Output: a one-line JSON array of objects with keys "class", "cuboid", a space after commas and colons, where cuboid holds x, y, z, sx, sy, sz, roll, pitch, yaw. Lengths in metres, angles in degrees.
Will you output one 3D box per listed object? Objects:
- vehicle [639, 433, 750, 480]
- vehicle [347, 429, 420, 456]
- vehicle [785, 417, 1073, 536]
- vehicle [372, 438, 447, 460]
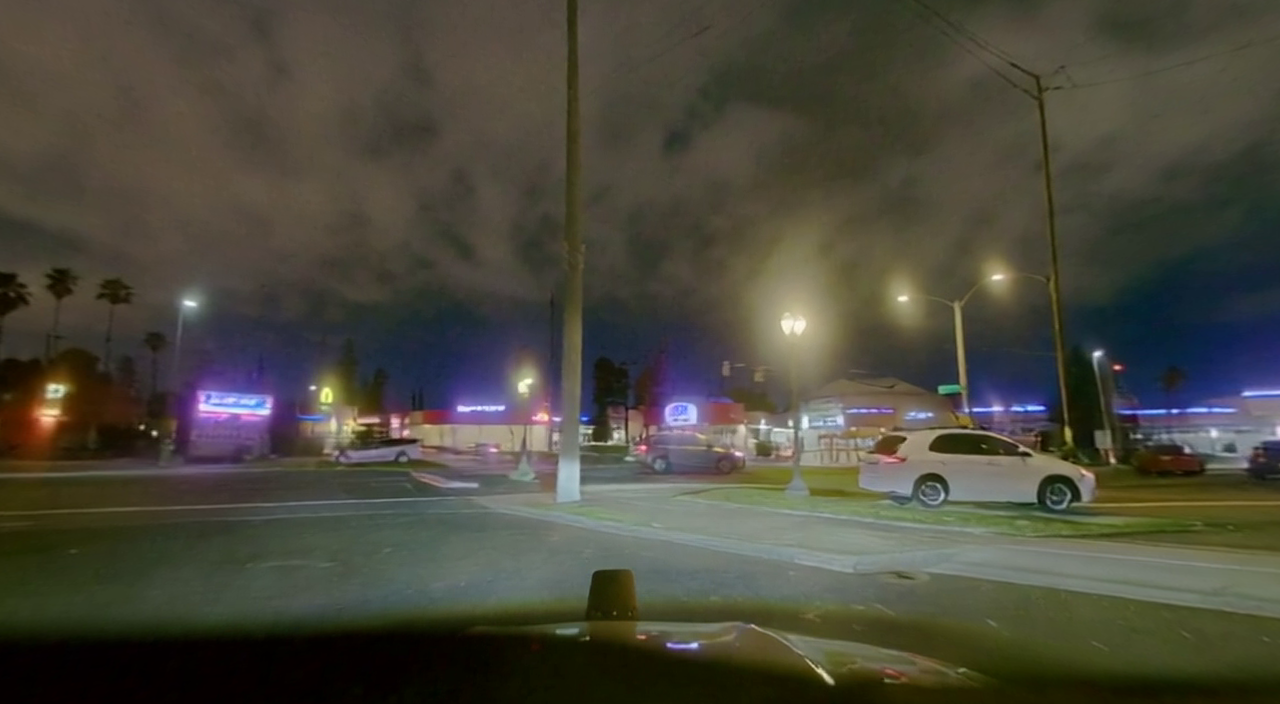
[{"class": "vehicle", "cuboid": [2.274, 4.281, 26.051, 4.211, 1.756, 2.158, 6, -11, -37]}, {"class": "vehicle", "cuboid": [-19.197, 6.817, 47.394, 4.645, 1.890, 2.041, 6, -11, -36]}, {"class": "vehicle", "cuboid": [4.707, 2.020, 10.821, 1.870, 1.611, 3.978, 7, -11, -38]}, {"class": "vehicle", "cuboid": [-15.764, 6.636, 43.236, 4.411, 1.391, 1.837, 6, -11, -37]}]
